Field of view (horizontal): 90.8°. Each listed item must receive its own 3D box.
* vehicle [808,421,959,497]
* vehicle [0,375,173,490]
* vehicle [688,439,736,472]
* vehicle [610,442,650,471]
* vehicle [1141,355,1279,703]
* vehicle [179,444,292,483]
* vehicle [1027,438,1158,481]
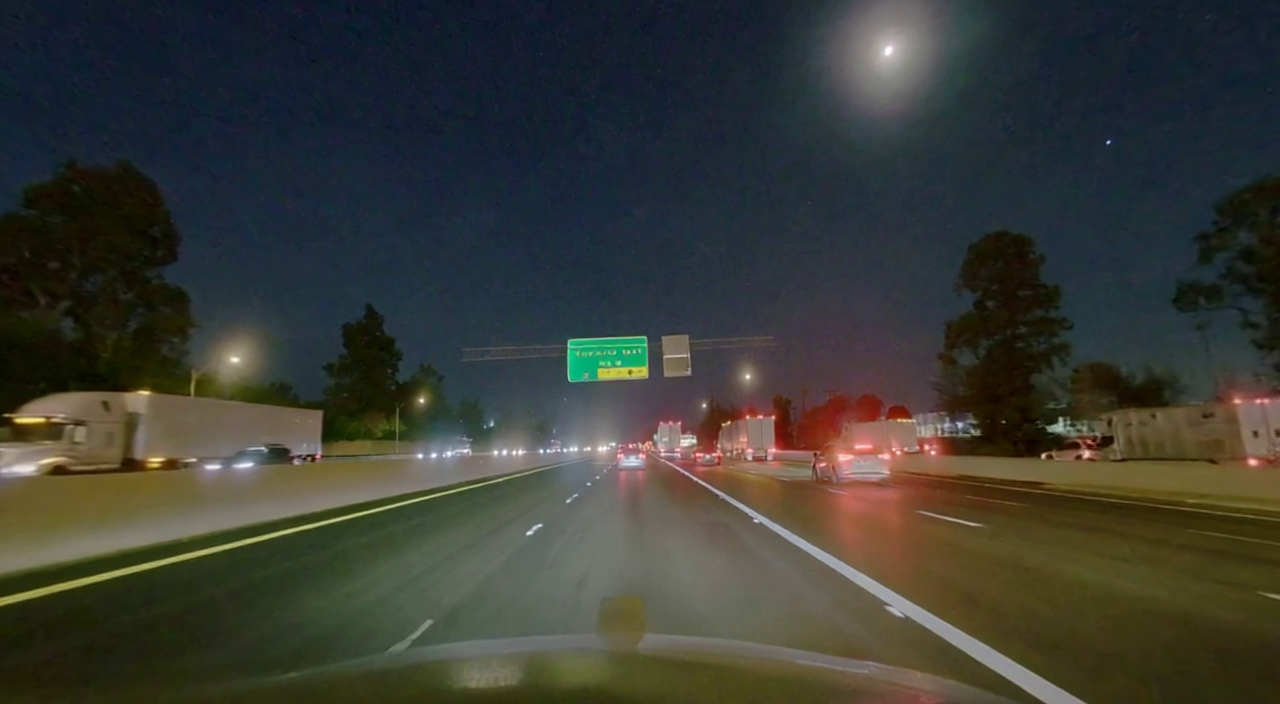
[{"bbox_3d":[7.277,3.305,19.816,2.369,2.007,5.700,0,-9,-1],"label":"vehicle"},{"bbox_3d":[-23.485,3.343,25.482,3.021,3.900,8.045,0,-9,0],"label":"vehicle"},{"bbox_3d":[3.939,5.768,35.355,2.154,1.658,4.347,0,-9,-1],"label":"vehicle"},{"bbox_3d":[-0.529,6.010,36.563,2.163,1.551,4.180,0,-9,0],"label":"vehicle"},{"bbox_3d":[3.562,0.605,0.910,2.030,1.658,4.377,0,-9,0],"label":"vehicle"},{"bbox_3d":[-16.447,4.535,25.975,2.036,1.486,3.876,0,-9,0],"label":"vehicle"},{"bbox_3d":[21.706,5.202,30.762,2.150,1.866,5.885,0,-9,2],"label":"vehicle"}]
